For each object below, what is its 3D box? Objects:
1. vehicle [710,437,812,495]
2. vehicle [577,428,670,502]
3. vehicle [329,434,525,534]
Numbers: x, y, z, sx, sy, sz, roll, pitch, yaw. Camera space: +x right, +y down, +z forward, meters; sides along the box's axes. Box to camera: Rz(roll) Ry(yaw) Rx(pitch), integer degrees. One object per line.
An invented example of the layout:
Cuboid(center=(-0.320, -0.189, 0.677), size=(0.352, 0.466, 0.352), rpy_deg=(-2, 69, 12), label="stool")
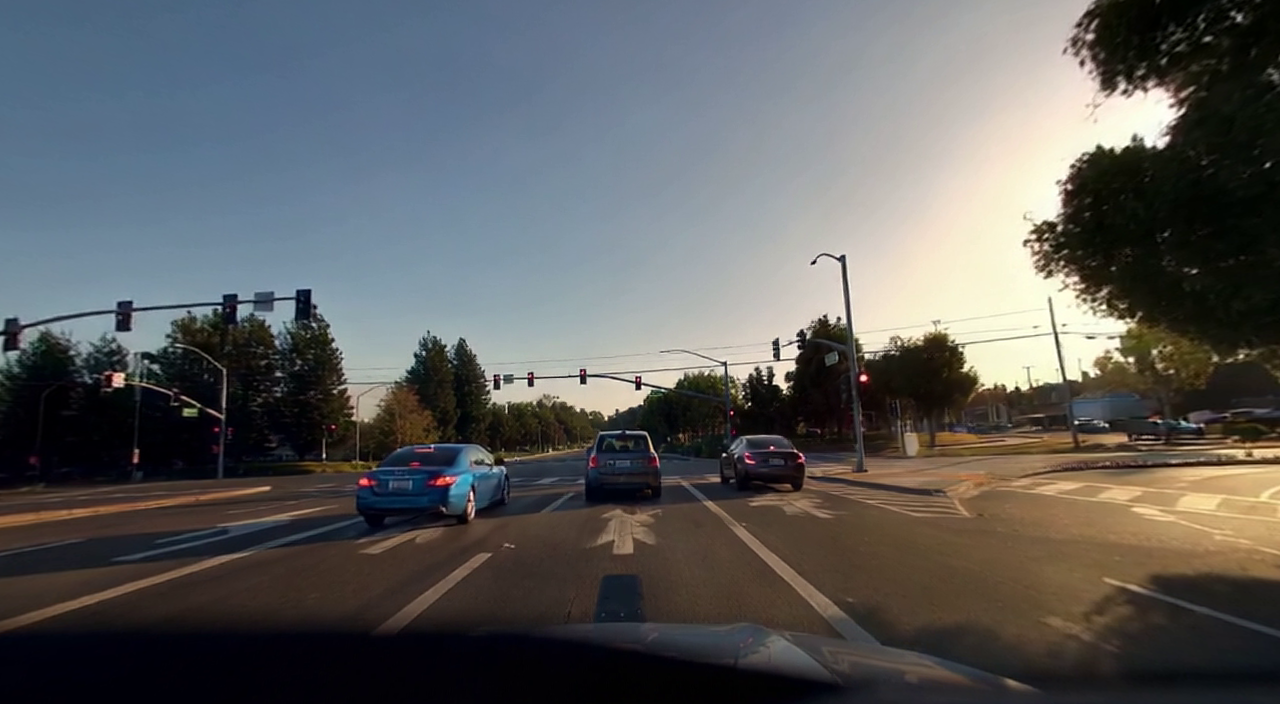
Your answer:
Cuboid(center=(3.288, 3.191, 18.119), size=(1.970, 1.449, 4.433), rpy_deg=(0, -8, -1), label="vehicle")
Cuboid(center=(-0.353, 2.776, 15.847), size=(2.038, 1.599, 3.844), rpy_deg=(0, -8, 0), label="vehicle")
Cuboid(center=(-3.586, 2.303, 11.695), size=(2.052, 1.472, 4.479), rpy_deg=(0, -8, 0), label="vehicle")
